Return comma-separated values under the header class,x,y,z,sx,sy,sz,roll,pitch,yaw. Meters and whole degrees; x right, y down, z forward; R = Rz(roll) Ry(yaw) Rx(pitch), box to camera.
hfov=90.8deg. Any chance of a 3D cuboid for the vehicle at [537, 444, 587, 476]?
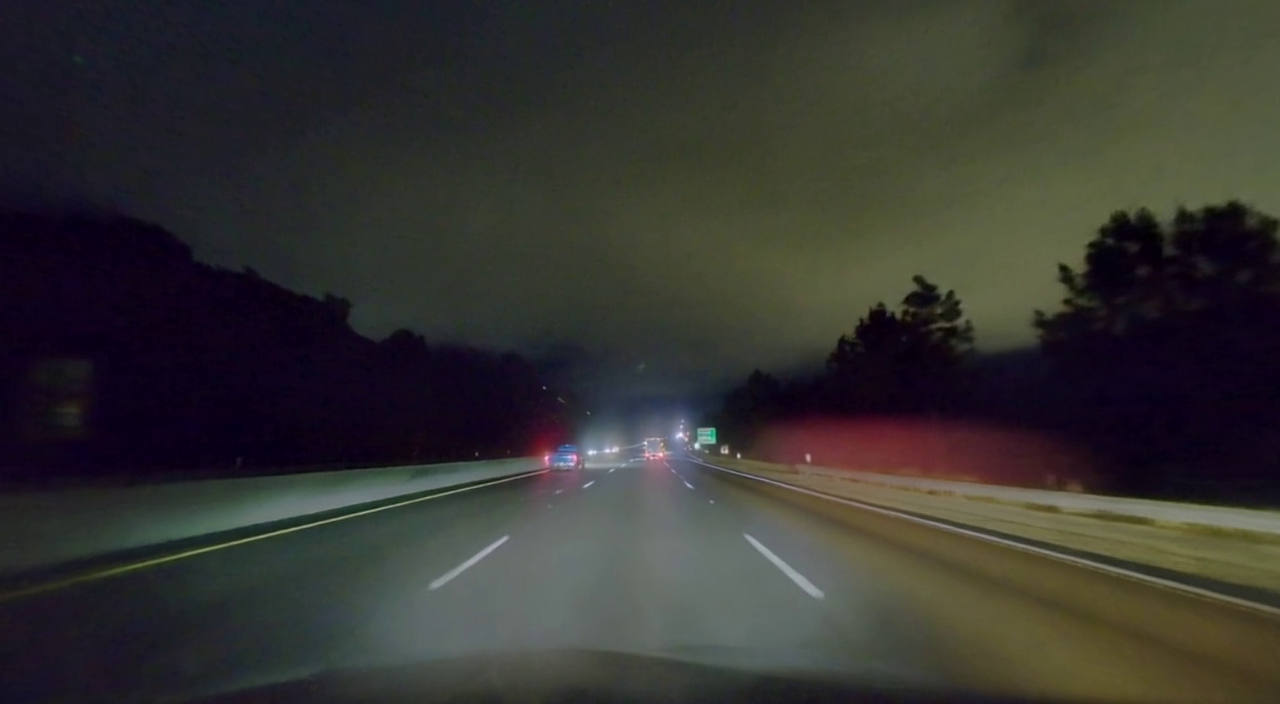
class,x,y,z,sx,sy,sz,roll,pitch,yaw
vehicle,-4.105,5.719,33.681,2.035,1.595,4.022,0,-9,2
